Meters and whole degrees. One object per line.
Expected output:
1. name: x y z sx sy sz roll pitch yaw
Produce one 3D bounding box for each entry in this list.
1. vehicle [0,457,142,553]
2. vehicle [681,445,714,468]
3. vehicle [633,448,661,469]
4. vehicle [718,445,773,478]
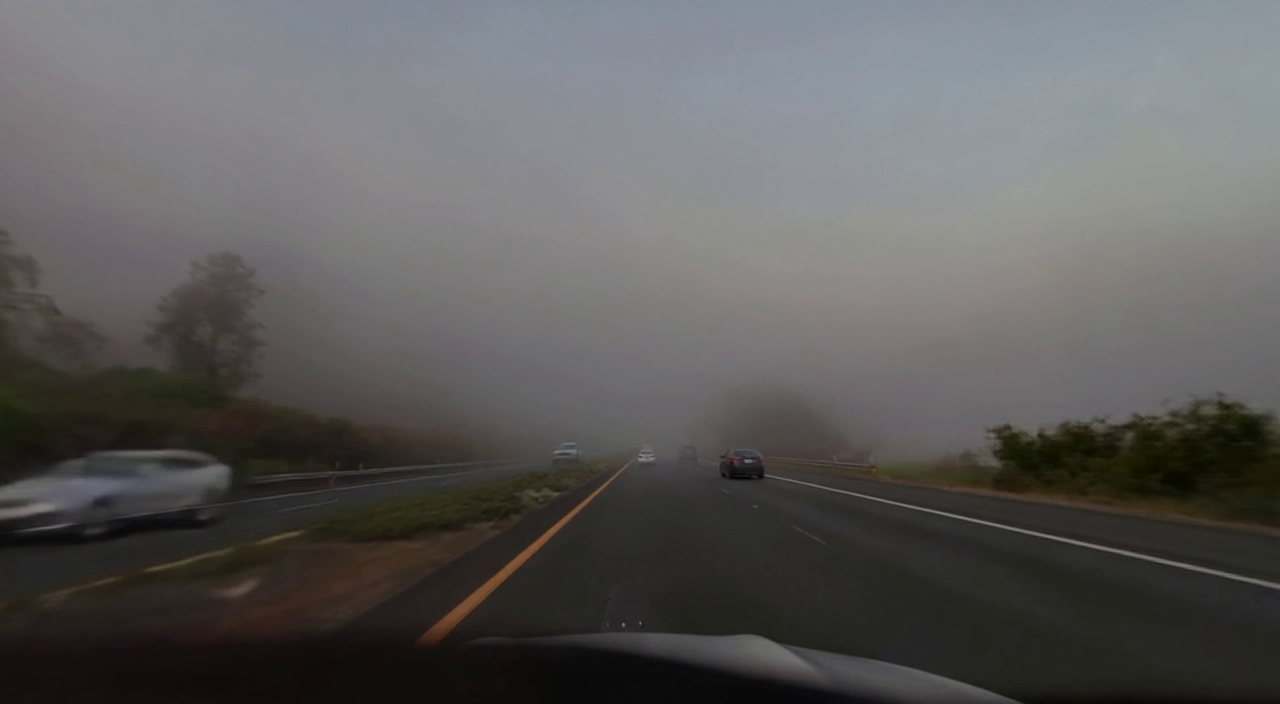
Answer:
1. vehicle: -12.188 2.858 11.977 1.952 1.629 4.189 0 -9 0
2. vehicle: 4.370 8.051 48.561 2.122 1.662 4.392 0 -9 0
3. vehicle: 0.485 7.958 47.246 1.991 1.459 3.769 0 -9 0
4. vehicle: 5.050 5.310 30.753 1.964 1.513 3.707 0 -9 -1
